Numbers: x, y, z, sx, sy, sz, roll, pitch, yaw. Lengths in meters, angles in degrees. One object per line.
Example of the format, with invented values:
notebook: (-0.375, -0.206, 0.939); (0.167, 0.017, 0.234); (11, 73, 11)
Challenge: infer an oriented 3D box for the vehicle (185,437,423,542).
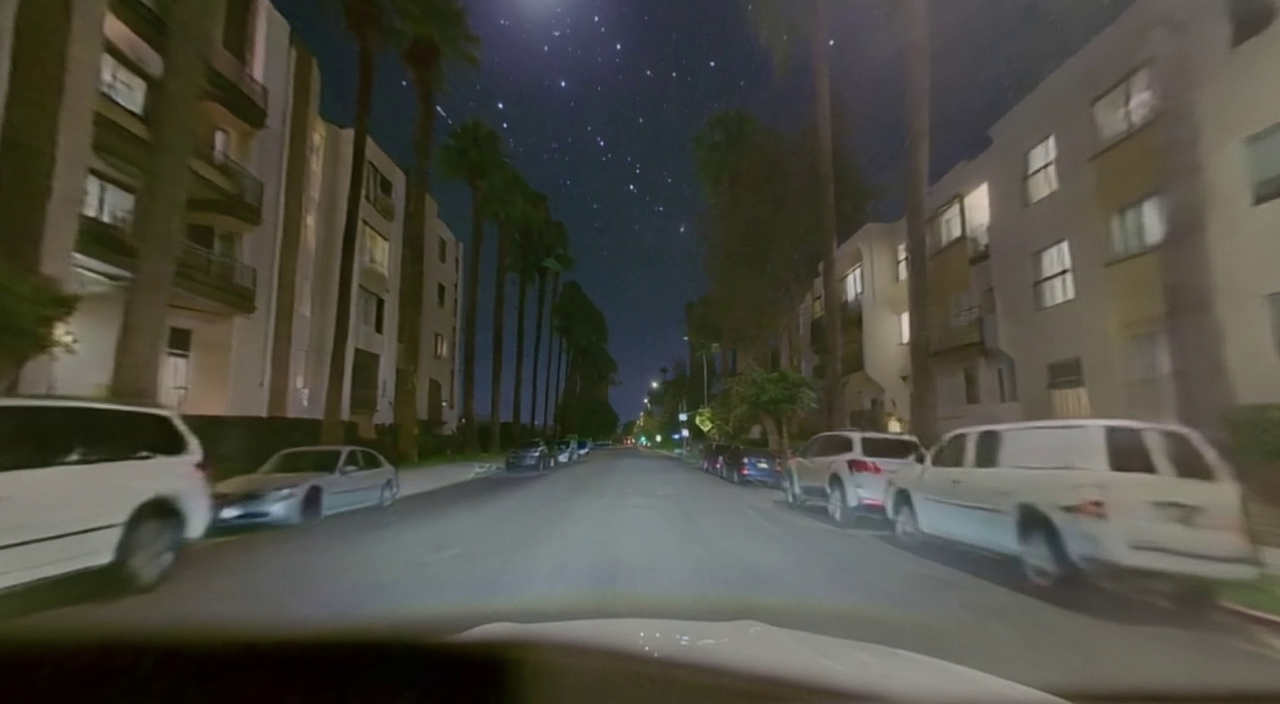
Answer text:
vehicle: (-5.748, 2.366, 11.685); (1.949, 1.512, 4.783); (0, -9, -3)

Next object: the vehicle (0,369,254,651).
vehicle: (-5.552, 1.092, 4.404); (2.358, 1.905, 5.615); (0, -9, -3)

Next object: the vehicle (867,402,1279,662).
vehicle: (4.437, 1.592, 6.831); (1.969, 1.782, 4.677); (0, -8, -3)

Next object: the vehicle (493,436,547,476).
vehicle: (-5.953, 5.207, 31.935); (1.947, 1.806, 4.413); (2, -8, -2)

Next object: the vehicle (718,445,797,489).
vehicle: (4.213, 4.192, 23.414); (1.909, 1.449, 4.513); (0, -8, -2)
